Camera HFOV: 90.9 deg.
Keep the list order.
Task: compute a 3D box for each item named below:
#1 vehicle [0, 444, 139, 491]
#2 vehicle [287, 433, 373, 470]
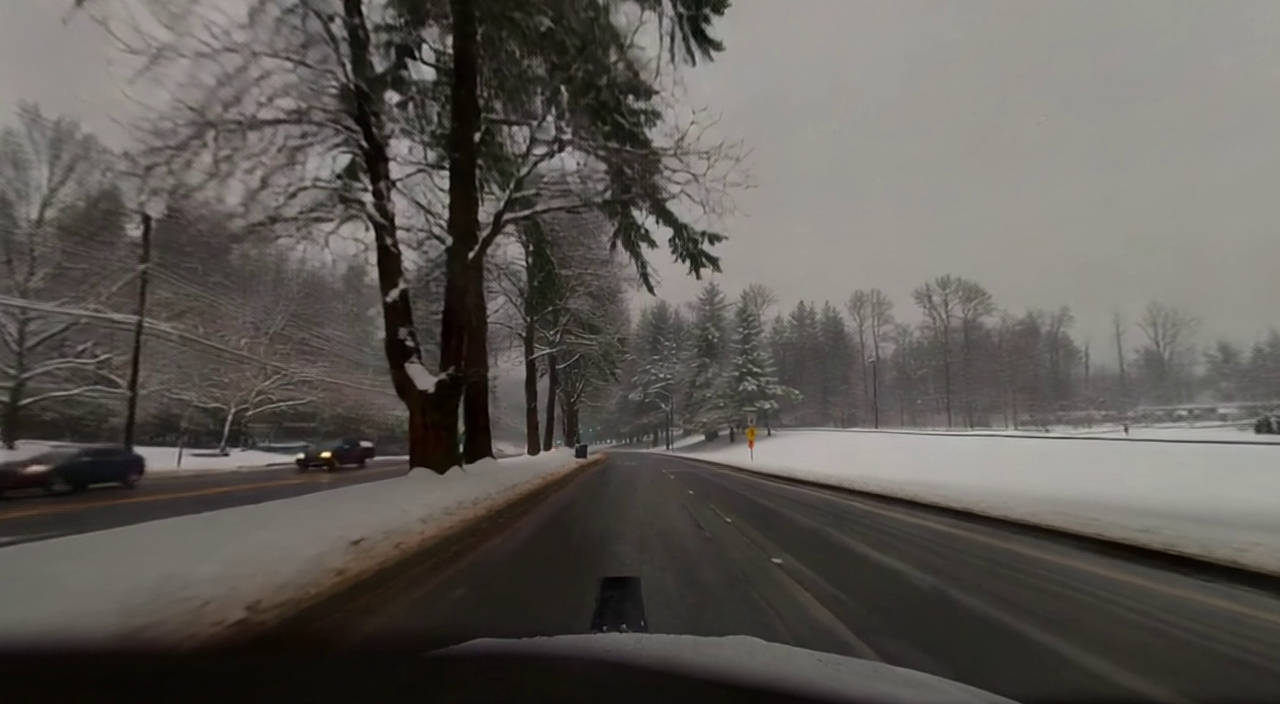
[{"bbox_3d":[-19.977,3.962,21.958,1.844,1.461,3.788,0,-8,0],"label":"vehicle"},{"bbox_3d":[-16.983,5.456,34.851,2.064,1.844,4.845,-1,-8,2],"label":"vehicle"}]
